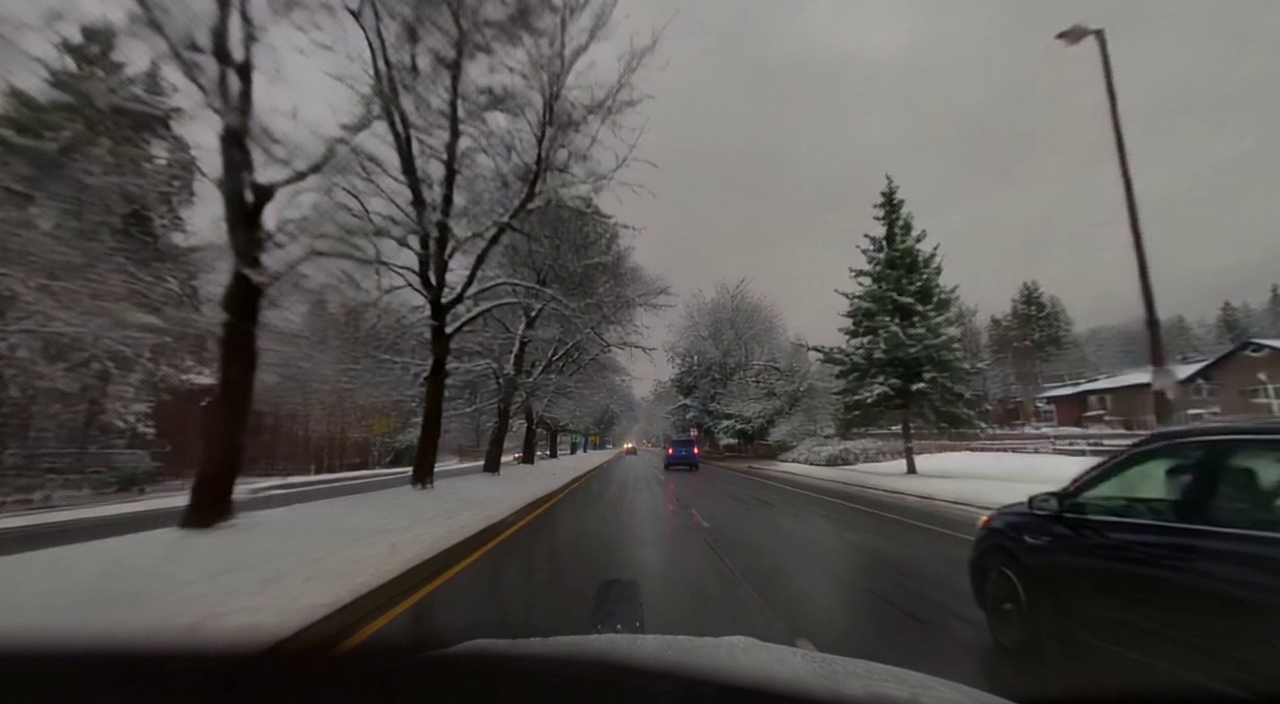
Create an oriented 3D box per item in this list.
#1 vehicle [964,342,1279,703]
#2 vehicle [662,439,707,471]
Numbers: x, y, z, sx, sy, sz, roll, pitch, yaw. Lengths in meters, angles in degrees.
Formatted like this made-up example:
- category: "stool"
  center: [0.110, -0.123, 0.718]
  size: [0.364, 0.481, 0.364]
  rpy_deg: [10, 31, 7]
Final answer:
- category: "vehicle"
  center: [3.245, 0.738, 1.934]
  size: [2.066, 1.603, 4.475]
  rpy_deg: [0, -9, -1]
- category: "vehicle"
  center: [2.436, 5.833, 35.924]
  size: [2.164, 1.725, 4.285]
  rpy_deg: [0, -9, -1]
